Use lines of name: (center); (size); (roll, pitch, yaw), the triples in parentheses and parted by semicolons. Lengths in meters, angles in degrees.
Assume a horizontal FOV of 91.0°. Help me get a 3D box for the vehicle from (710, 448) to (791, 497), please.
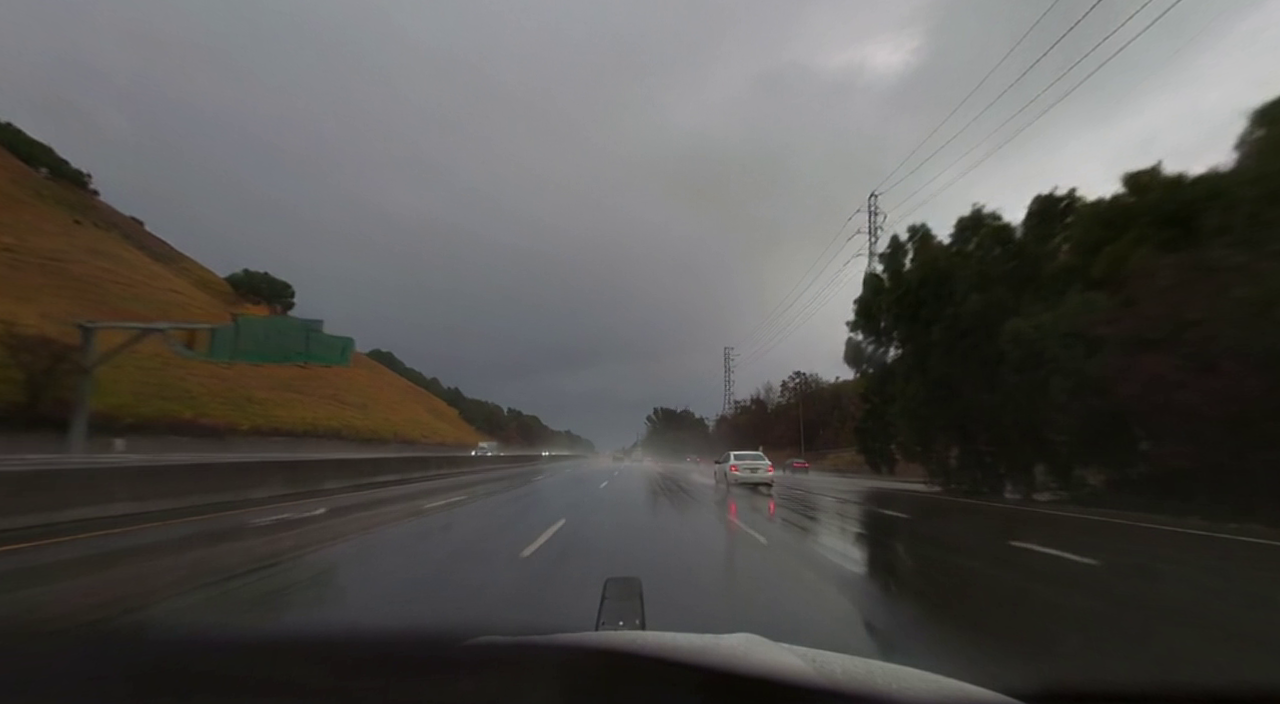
vehicle: (3.833, 4.250, 22.596); (2.086, 1.542, 4.355); (0, -9, 0)
